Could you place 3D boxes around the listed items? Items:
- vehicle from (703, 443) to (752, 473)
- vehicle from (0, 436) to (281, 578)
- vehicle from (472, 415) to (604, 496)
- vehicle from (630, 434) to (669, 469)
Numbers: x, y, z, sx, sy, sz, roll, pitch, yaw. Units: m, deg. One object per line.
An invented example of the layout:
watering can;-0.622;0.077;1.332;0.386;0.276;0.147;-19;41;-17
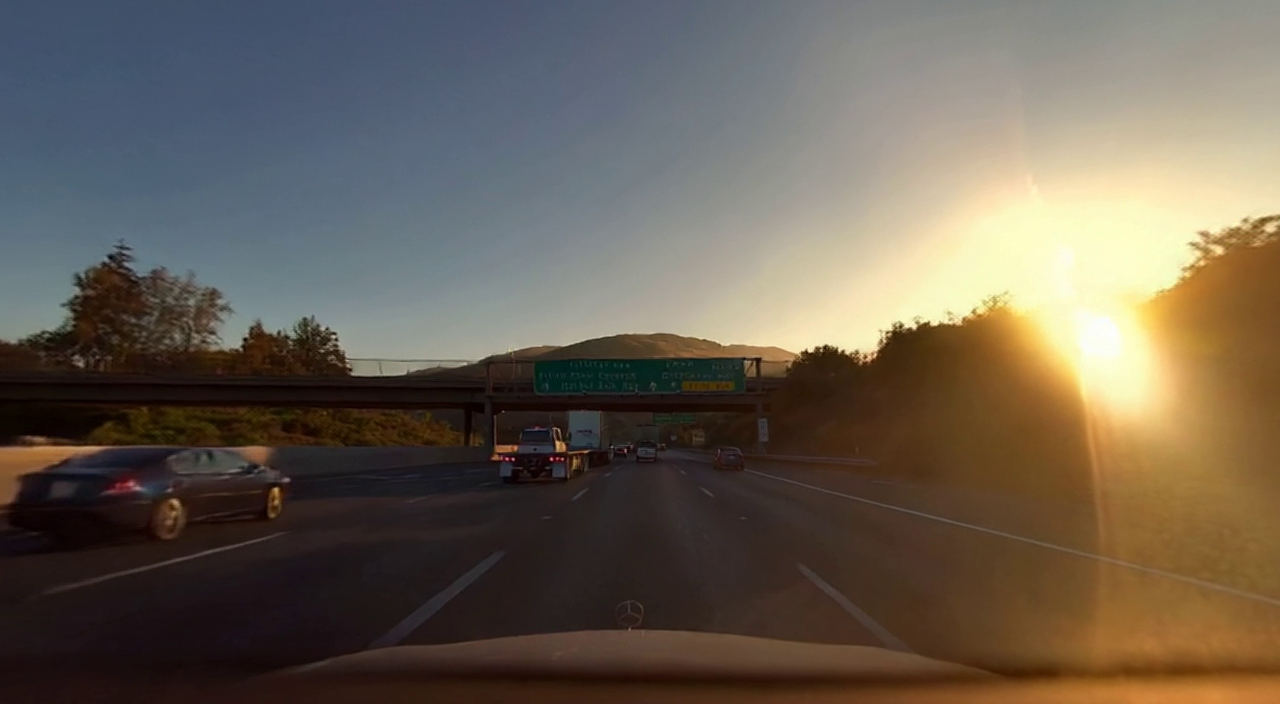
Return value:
vehicle;4.645;5.682;33.981;1.993;1.474;4.230;0;-8;0
vehicle;-7.411;1.947;8.856;1.965;1.437;4.592;0;-8;1
vehicle;-3.483;4.276;26.866;2.854;2.379;16.653;0;-8;0
vehicle;0.602;6.281;39.978;2.309;2.023;5.130;0;-8;1
